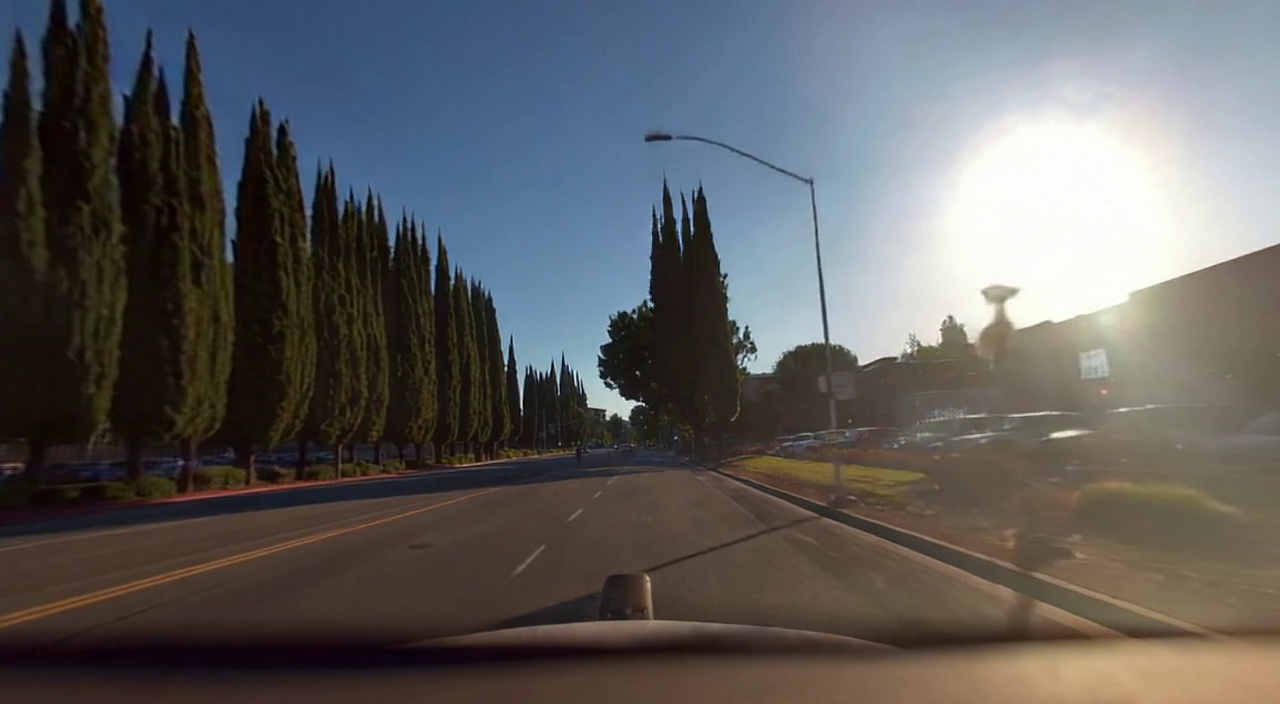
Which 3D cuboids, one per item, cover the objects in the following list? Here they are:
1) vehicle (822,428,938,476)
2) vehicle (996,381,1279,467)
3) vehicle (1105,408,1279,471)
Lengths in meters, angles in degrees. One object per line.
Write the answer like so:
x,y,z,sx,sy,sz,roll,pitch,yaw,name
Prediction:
8.077,3.433,21.794,2.056,1.449,4.679,0,-9,-1,vehicle
14.707,2.346,19.150,6.247,2.094,2.436,-10,-13,39,vehicle
14.896,2.225,16.018,4.631,1.384,1.906,-8,-11,30,vehicle
